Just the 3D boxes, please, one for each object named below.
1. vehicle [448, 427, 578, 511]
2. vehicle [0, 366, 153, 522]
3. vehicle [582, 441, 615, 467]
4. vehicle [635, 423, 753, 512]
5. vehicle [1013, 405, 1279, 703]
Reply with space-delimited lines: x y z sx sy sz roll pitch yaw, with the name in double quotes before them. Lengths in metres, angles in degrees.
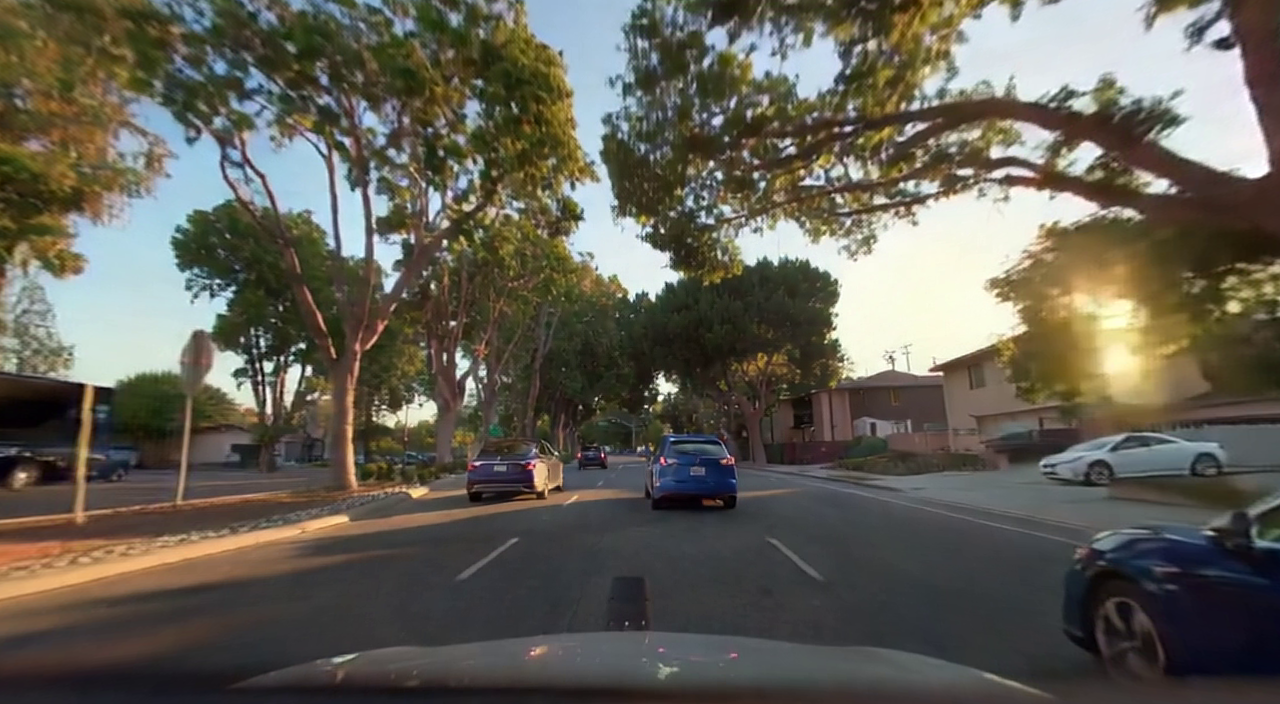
"vehicle" -2.802 2.736 15.128 2.043 1.687 4.676 0 -9 1
"vehicle" -15.123 1.789 12.351 2.901 3.276 9.720 0 -9 3
"vehicle" -2.880 7.205 44.513 2.014 1.755 4.360 0 -9 1
"vehicle" 1.062 2.660 14.859 2.280 1.747 4.361 1 -9 -2
"vehicle" 3.580 0.887 1.999 2.017 1.491 4.611 0 -9 1
